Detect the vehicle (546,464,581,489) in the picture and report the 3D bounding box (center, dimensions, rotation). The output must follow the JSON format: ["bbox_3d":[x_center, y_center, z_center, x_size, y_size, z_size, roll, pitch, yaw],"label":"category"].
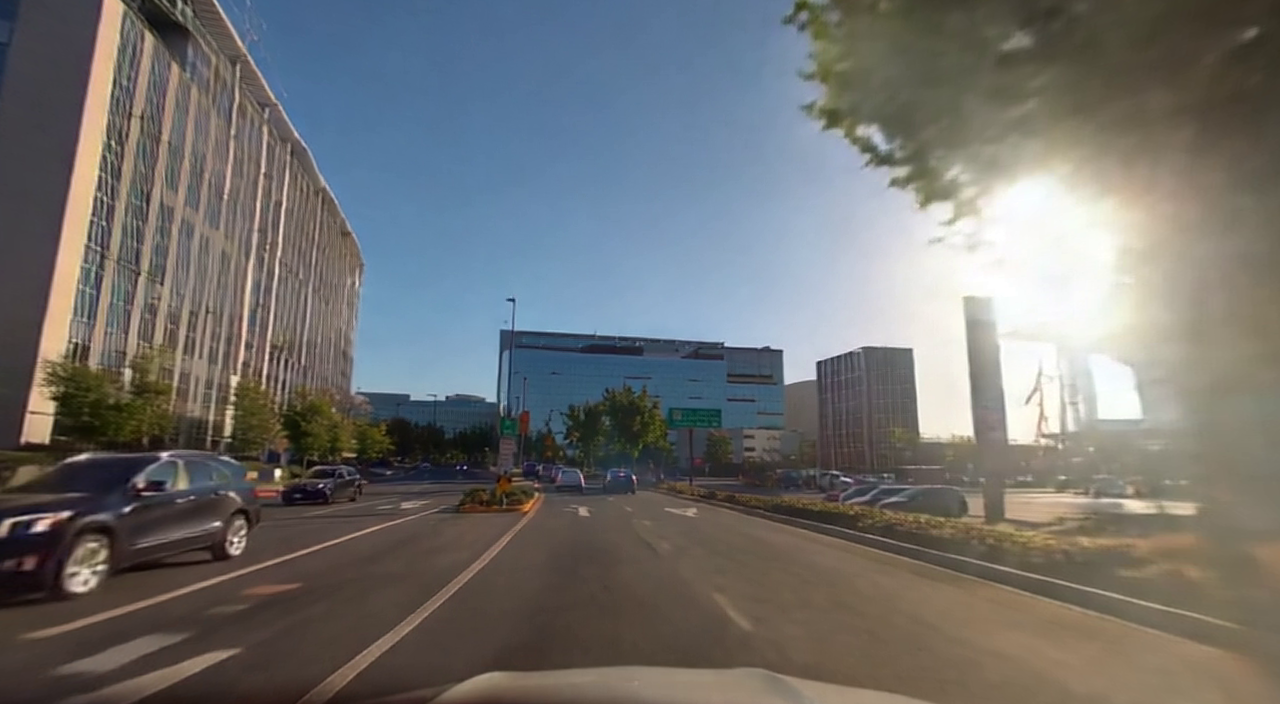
[{"bbox_3d":[-5.027,8.110,41.137,2.005,1.498,3.643,3,-10,-10],"label":"vehicle"}]

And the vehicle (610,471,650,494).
[{"bbox_3d":[-0.584,7.254,35.032,1.775,1.186,2.933,2,-10,-10],"label":"vehicle"}]

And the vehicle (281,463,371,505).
[{"bbox_3d":[-12.067,5.068,24.419,1.839,1.456,3.859,2,-10,-6],"label":"vehicle"}]

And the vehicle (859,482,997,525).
[{"bbox_3d":[10.801,5.705,23.790,4.302,1.456,1.832,1,-10,1],"label":"vehicle"}]

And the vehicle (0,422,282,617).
[{"bbox_3d":[-6.632,1.871,7.810,2.011,1.701,4.519,2,-10,-6],"label":"vehicle"}]
